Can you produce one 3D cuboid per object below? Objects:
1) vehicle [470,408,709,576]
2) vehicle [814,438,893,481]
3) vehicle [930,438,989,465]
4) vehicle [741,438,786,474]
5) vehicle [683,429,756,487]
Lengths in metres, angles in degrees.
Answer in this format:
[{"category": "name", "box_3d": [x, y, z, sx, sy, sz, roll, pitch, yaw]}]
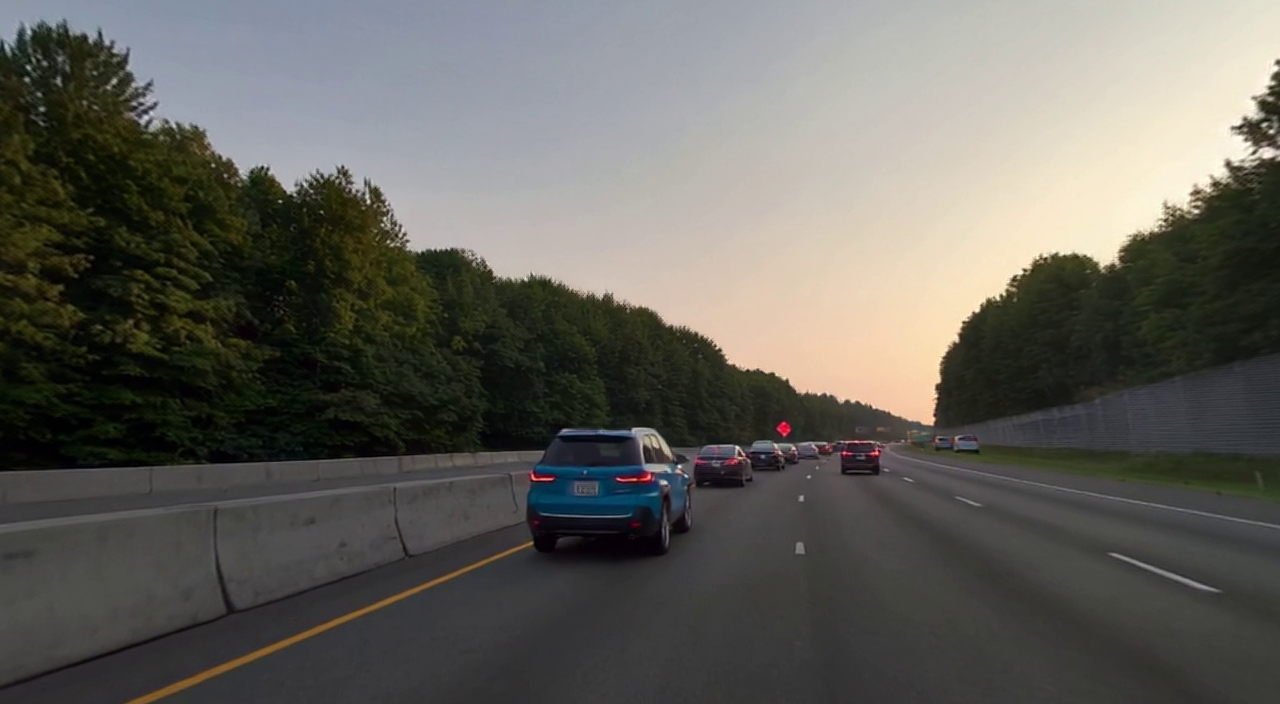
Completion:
[{"category": "vehicle", "box_3d": [-0.340, 1.700, 8.457, 2.021, 1.635, 4.085, -2, -8, 13]}, {"category": "vehicle", "box_3d": [7.870, 3.969, 23.666, 1.962, 1.442, 4.536, -1, -8, 8]}, {"category": "vehicle", "box_3d": [18.879, 5.904, 37.404, 1.990, 1.478, 4.475, -2, -8, 13]}, {"category": "vehicle", "box_3d": [5.436, 4.547, 27.680, 1.755, 1.457, 3.686, -2, -8, 11]}, {"category": "vehicle", "box_3d": [2.621, 3.357, 20.150, 2.017, 1.662, 3.543, -2, -8, 11]}]
